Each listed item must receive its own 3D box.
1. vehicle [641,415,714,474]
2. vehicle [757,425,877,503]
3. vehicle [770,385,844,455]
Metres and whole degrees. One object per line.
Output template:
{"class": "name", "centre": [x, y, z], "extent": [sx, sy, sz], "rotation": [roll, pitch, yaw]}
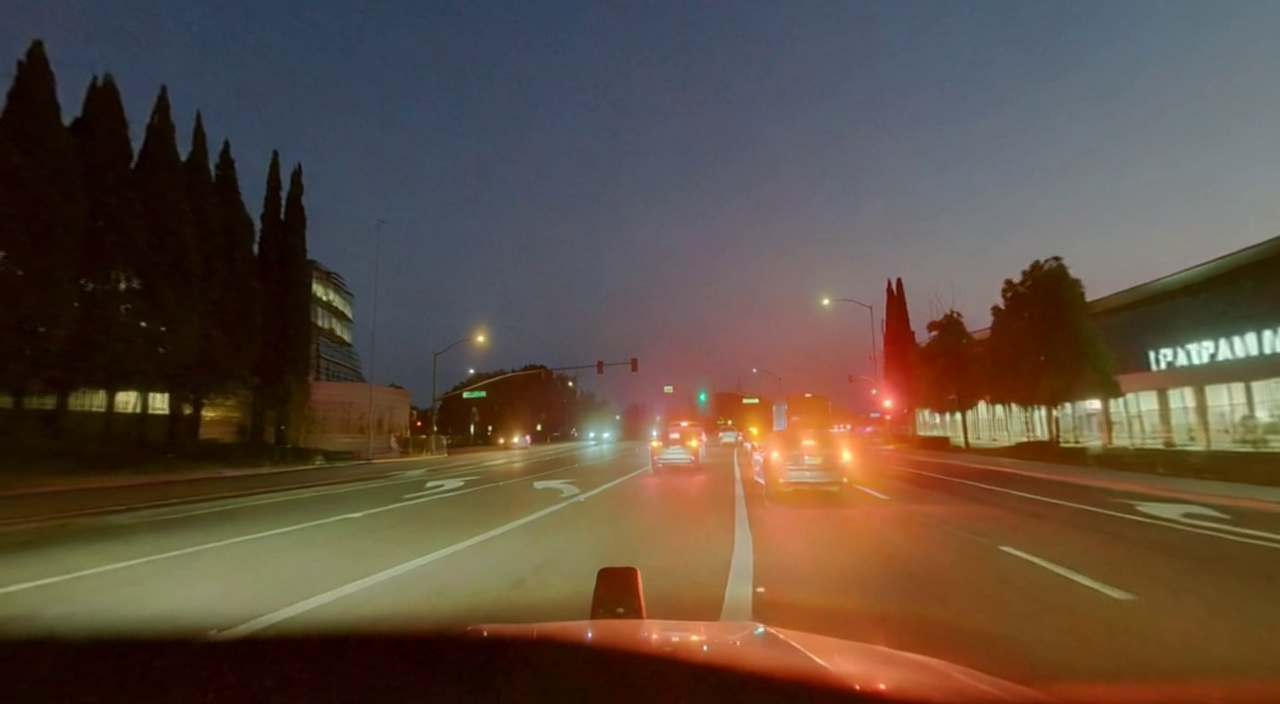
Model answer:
{"class": "vehicle", "centre": [1.472, 3.360, 22.745], "extent": [2.188, 1.892, 4.488], "rotation": [-1, -9, 9]}
{"class": "vehicle", "centre": [3.867, 2.533, 14.599], "extent": [2.109, 1.500, 4.585], "rotation": [-1, -9, 9]}
{"class": "vehicle", "centre": [10.307, 4.500, 39.864], "extent": [2.965, 3.900, 9.064], "rotation": [-1, -9, 5]}
